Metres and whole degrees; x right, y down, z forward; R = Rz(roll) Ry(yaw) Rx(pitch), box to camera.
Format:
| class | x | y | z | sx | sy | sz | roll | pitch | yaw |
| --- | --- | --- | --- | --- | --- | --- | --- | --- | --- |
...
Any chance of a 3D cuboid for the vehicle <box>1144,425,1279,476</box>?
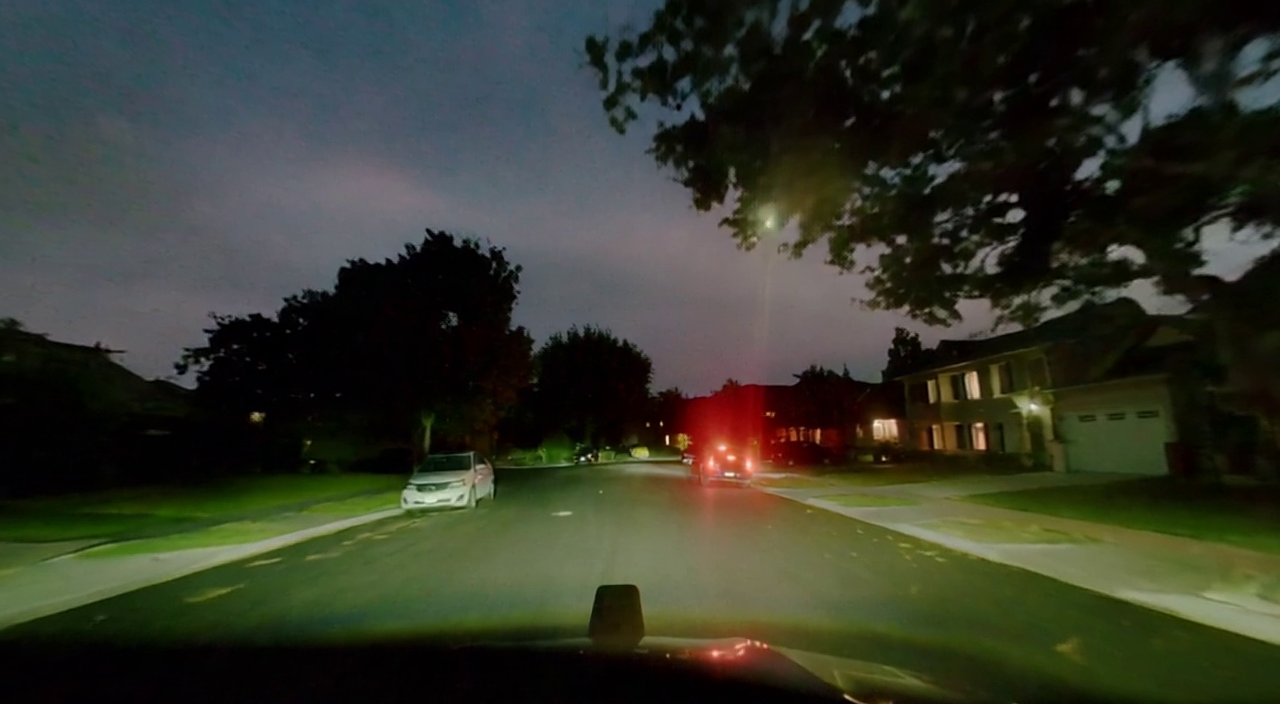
| class | x | y | z | sx | sy | sz | roll | pitch | yaw |
| --- | --- | --- | --- | --- | --- | --- | --- | --- | --- |
| vehicle | 18.797 | 3.045 | 19.584 | 4.484 | 1.492 | 2.071 | 0 | -9 | 0 |

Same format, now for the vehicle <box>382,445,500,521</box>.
| class | x | y | z | sx | sy | sz | roll | pitch | yaw |
| --- | --- | --- | --- | --- | --- | --- | --- | --- | --- |
| vehicle | -4.838 | 3.199 | 16.109 | 1.981 | 1.463 | 4.631 | 0 | -7 | -6 |

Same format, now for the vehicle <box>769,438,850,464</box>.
| class | x | y | z | sx | sy | sz | roll | pitch | yaw |
| --- | --- | --- | --- | --- | --- | --- | --- | --- | --- |
| vehicle | 11.151 | 6.527 | 41.721 | 4.781 | 1.700 | 1.914 | 1 | -9 | -4 |

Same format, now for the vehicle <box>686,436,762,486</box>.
| class | x | y | z | sx | sy | sz | roll | pitch | yaw |
| --- | --- | --- | --- | --- | --- | --- | --- | --- | --- |
| vehicle | 3.232 | 4.352 | 25.504 | 2.228 | 1.813 | 4.901 | 0 | -9 | -2 |

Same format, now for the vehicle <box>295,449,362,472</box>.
| class | x | y | z | sx | sy | sz | roll | pitch | yaw |
| --- | --- | --- | --- | --- | --- | --- | --- | --- | --- |
| vehicle | -21.249 | 7.429 | 43.209 | 3.610 | 1.501 | 1.814 | -1 | -9 | 4 |
